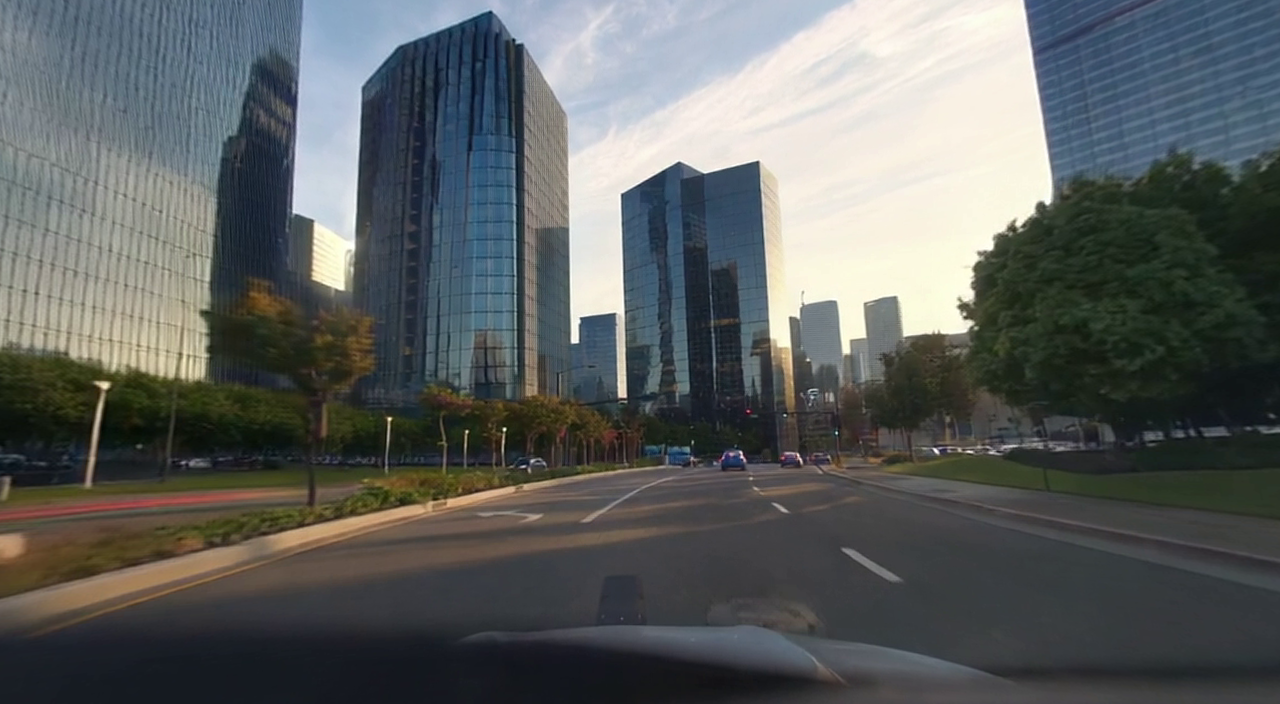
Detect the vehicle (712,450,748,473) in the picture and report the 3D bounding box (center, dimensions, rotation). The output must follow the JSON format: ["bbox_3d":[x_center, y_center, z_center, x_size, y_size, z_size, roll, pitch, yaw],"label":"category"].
[{"bbox_3d":[6.346,7.642,43.959,2.127,1.497,4.020,-2,-9,13],"label":"vehicle"}]

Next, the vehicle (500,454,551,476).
[{"bbox_3d":[-8.868,8.792,49.226,1.926,1.619,4.649,-3,-10,16],"label":"vehicle"}]
